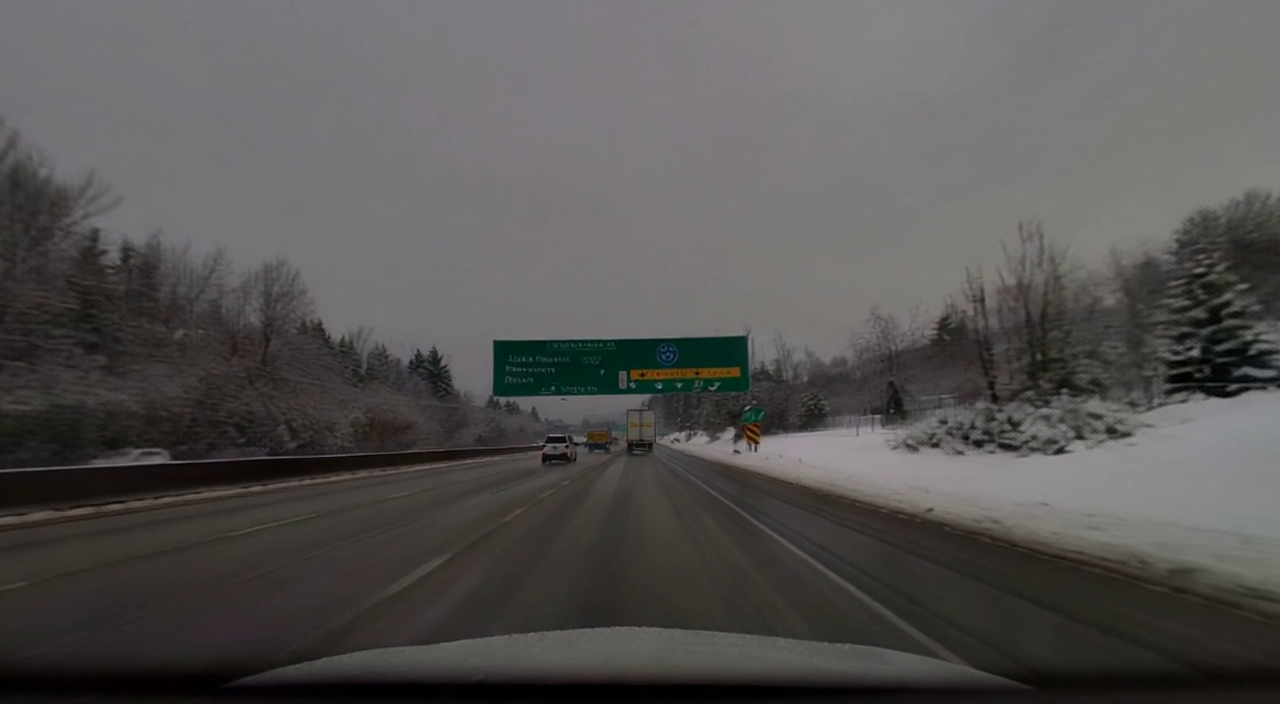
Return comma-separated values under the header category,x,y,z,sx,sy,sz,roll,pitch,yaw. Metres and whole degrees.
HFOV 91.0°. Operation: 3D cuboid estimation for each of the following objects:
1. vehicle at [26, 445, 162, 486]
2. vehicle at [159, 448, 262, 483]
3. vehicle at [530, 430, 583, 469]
category,x,y,z,sx,sy,sz,roll,pitch,yaw
vehicle,-23.466,4.854,27.339,1.883,1.593,4.450,0,-8,0
vehicle,-19.312,5.097,28.547,1.748,1.418,4.136,0,-8,-1
vehicle,-4.202,4.986,32.412,2.127,1.839,4.984,0,-8,-1
